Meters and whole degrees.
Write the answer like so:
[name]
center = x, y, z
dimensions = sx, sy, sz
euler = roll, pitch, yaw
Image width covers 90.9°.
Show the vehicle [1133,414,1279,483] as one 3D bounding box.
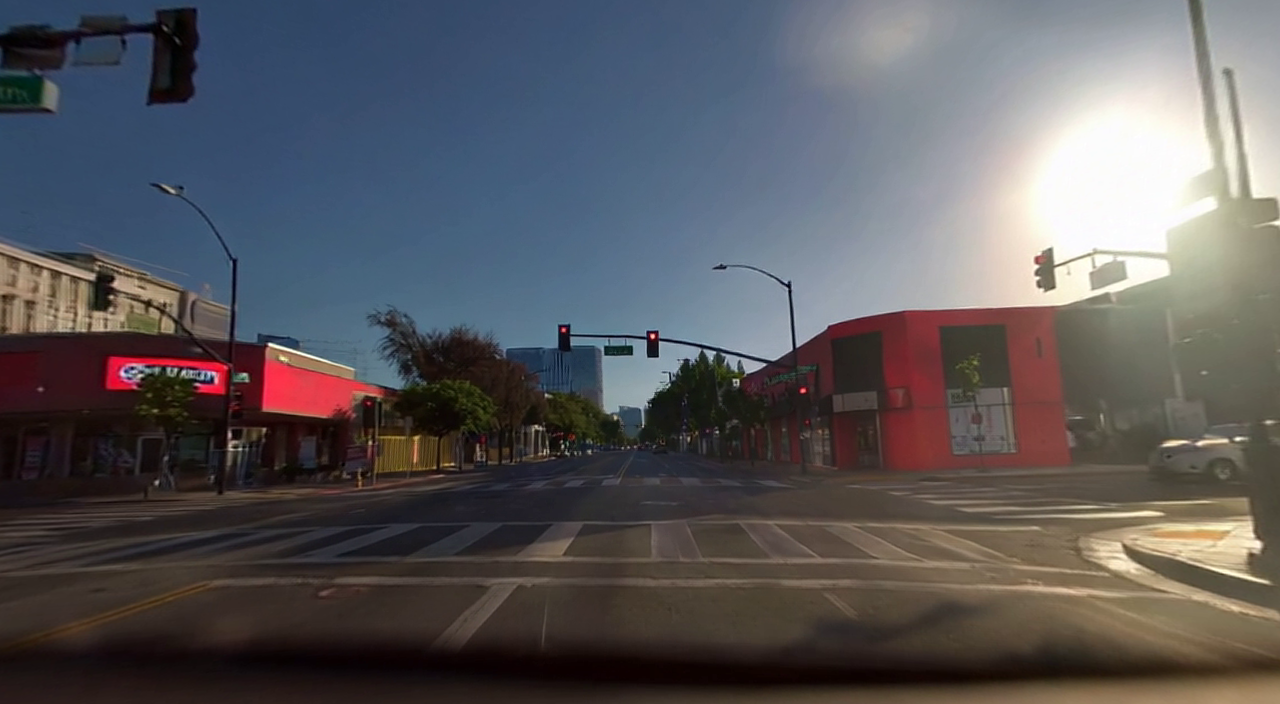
[vehicle]
center = 16.950, 2.660, 17.458
dimensions = 4.836, 1.795, 1.957
euler = 0, -8, 0
